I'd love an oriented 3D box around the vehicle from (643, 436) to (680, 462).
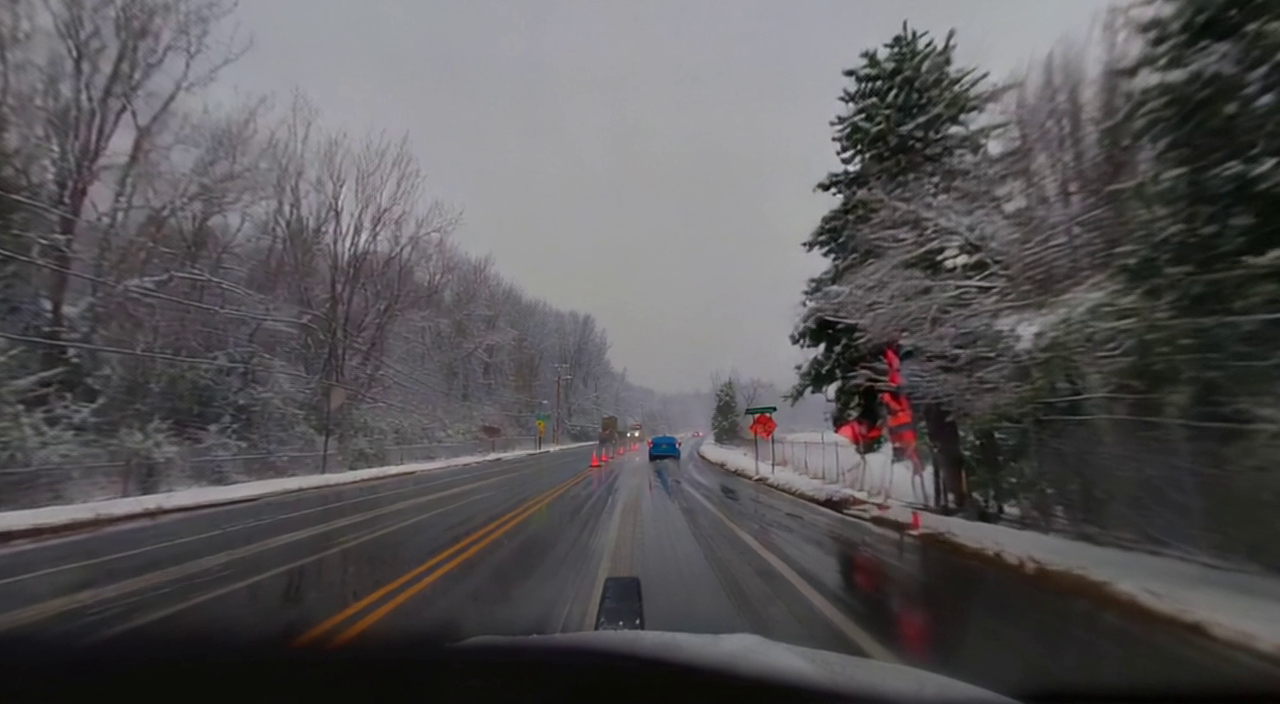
[{"bbox_3d":[1.396,5.998,39.146,2.172,1.486,3.581,-1,-9,4],"label":"vehicle"}]
